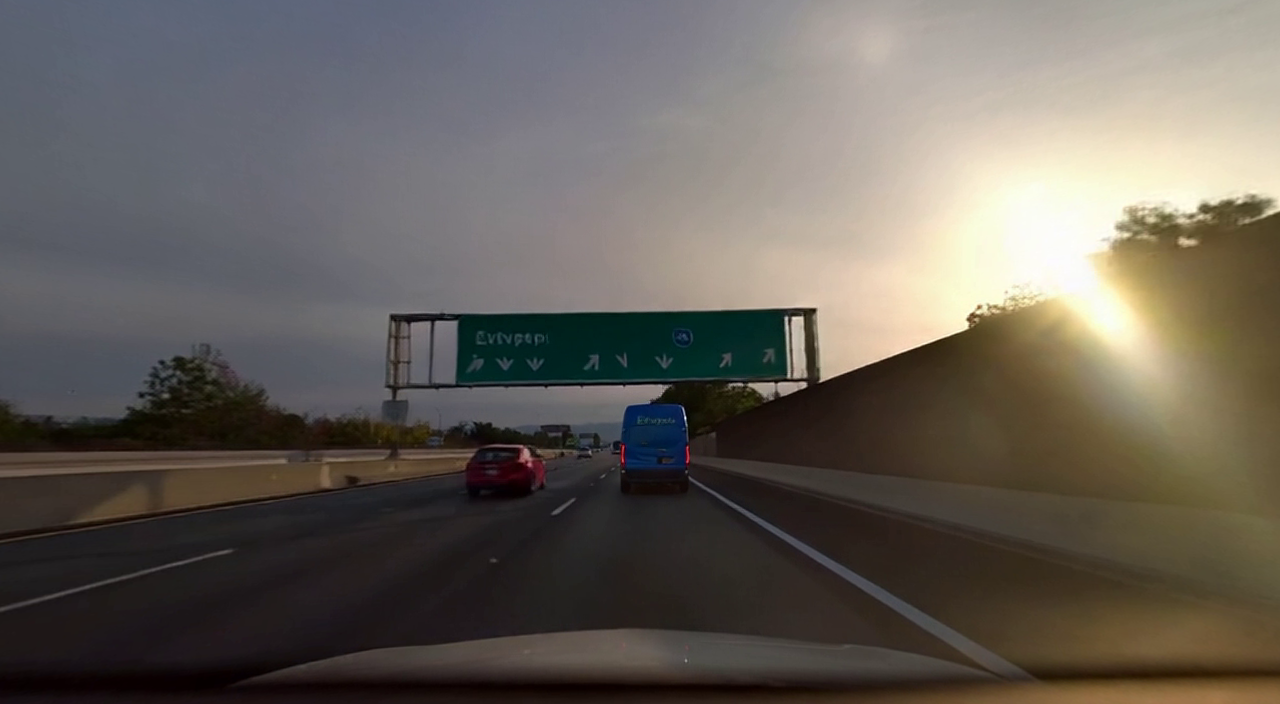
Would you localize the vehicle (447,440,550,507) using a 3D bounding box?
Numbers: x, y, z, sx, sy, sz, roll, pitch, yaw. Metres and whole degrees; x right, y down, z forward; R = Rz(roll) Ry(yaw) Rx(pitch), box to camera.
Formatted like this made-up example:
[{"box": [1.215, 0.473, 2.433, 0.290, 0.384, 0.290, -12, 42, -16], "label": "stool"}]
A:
[{"box": [-3.494, 3.047, 16.220, 1.788, 1.500, 3.475, 0, -9, 0], "label": "vehicle"}]

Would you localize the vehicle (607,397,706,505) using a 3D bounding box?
[{"box": [0.307, 2.750, 17.701, 2.332, 2.558, 5.314, 0, -9, -2], "label": "vehicle"}]

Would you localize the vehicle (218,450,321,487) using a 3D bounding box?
[{"box": [-16.072, 5.042, 27.678, 1.839, 1.437, 4.315, 0, -9, 1], "label": "vehicle"}]
